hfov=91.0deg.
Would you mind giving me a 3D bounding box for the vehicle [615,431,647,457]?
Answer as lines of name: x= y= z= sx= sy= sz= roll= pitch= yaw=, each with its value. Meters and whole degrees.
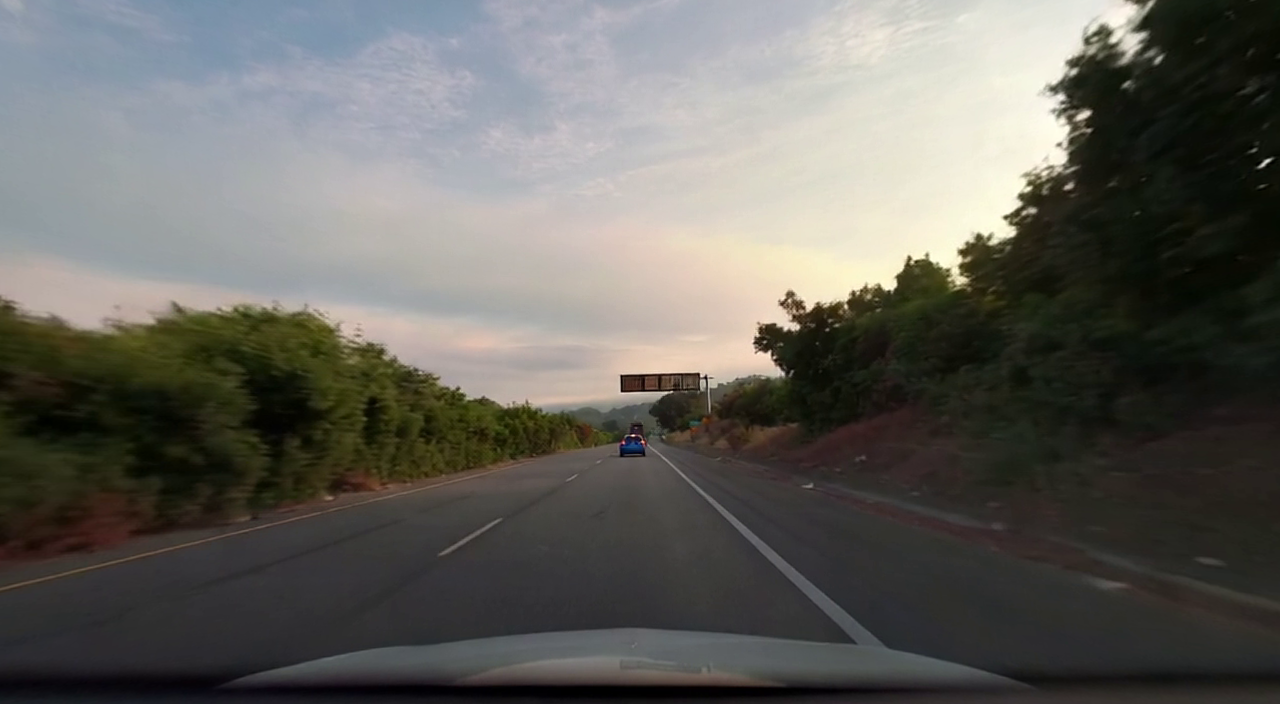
vehicle: x=-0.634 y=6.575 z=45.014 sx=2.180 sy=1.717 sz=4.139 roll=0 pitch=-8 yaw=-1
